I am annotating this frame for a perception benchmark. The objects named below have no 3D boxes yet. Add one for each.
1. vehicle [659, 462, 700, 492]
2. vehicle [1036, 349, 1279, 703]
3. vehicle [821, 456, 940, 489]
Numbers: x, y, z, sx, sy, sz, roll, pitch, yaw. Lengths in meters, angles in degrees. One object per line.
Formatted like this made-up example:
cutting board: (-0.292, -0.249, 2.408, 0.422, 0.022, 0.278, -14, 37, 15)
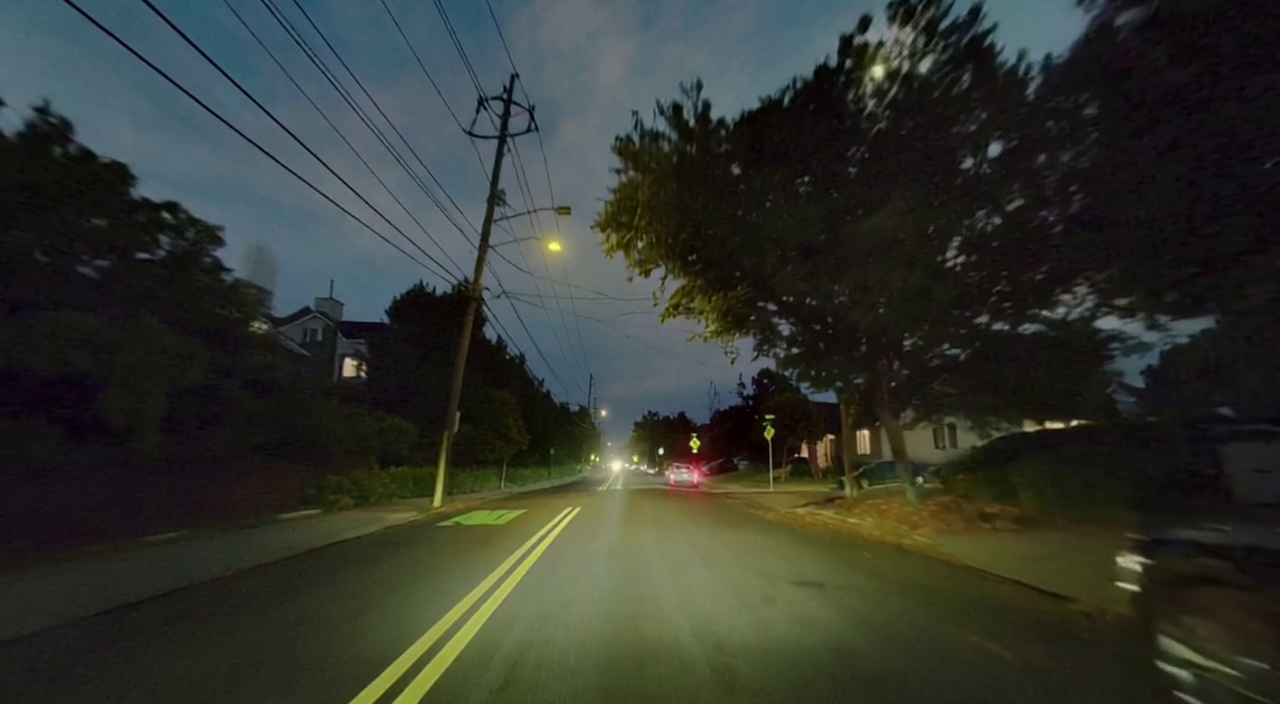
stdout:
vehicle: (2.310, 7.503, 38.298, 1.989, 1.545, 5.423, 1, -9, -2)
vehicle: (3.437, 0.721, 1.334, 2.097, 1.742, 4.789, 0, -9, 0)
vehicle: (11.375, 5.746, 30.108, 4.809, 1.494, 1.940, 1, -12, -4)
